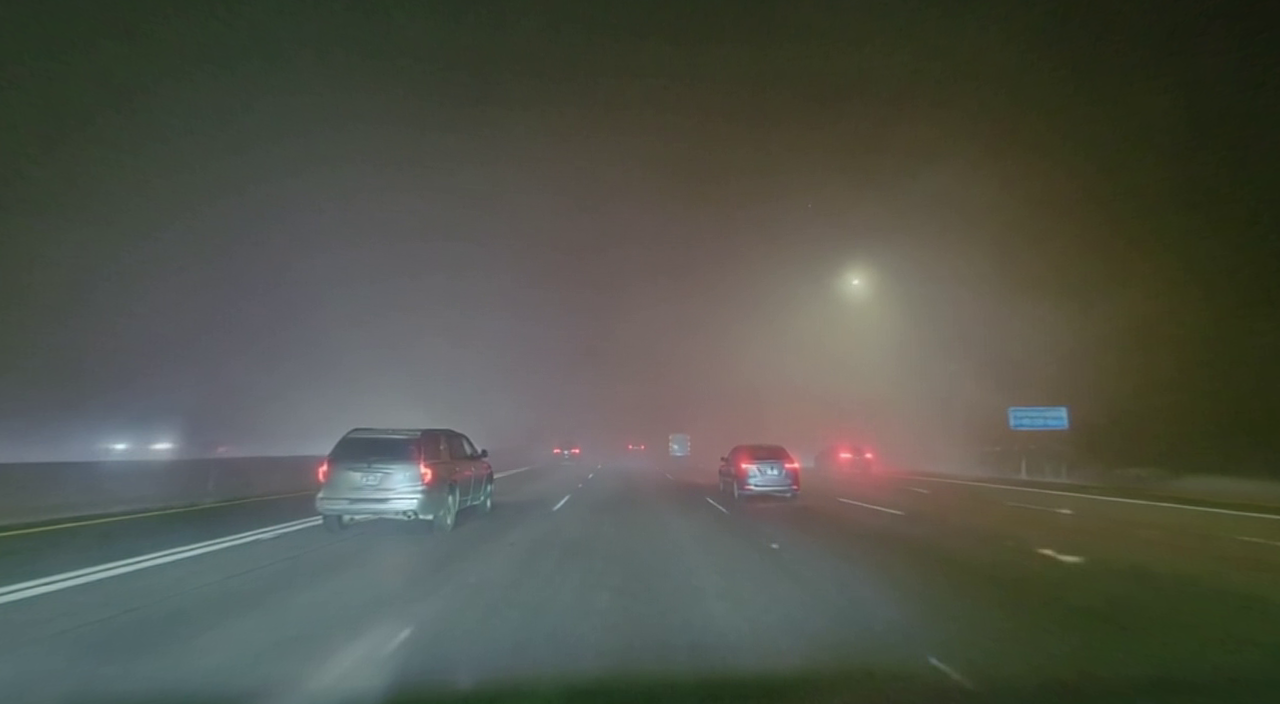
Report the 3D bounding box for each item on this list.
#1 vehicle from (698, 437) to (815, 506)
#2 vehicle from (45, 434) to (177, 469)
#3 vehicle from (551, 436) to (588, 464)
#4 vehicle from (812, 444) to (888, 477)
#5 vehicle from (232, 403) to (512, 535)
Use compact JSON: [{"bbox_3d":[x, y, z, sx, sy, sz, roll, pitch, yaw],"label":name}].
[{"bbox_3d":[2.811,3.010,16.376,2.053,1.510,4.400,0,-8,-2],"label":"vehicle"},{"bbox_3d":[-22.327,4.224,26.931,1.923,1.375,4.408,0,-8,-2],"label":"vehicle"},{"bbox_3d":[-4.872,6.869,44.154,2.149,1.843,4.348,0,-8,-2],"label":"vehicle"},{"bbox_3d":[10.352,5.357,31.538,2.105,1.496,4.393,0,-8,-2],"label":"vehicle"},{"bbox_3d":[-4.389,2.083,11.890,2.684,1.839,5.803,0,-8,1],"label":"vehicle"}]
